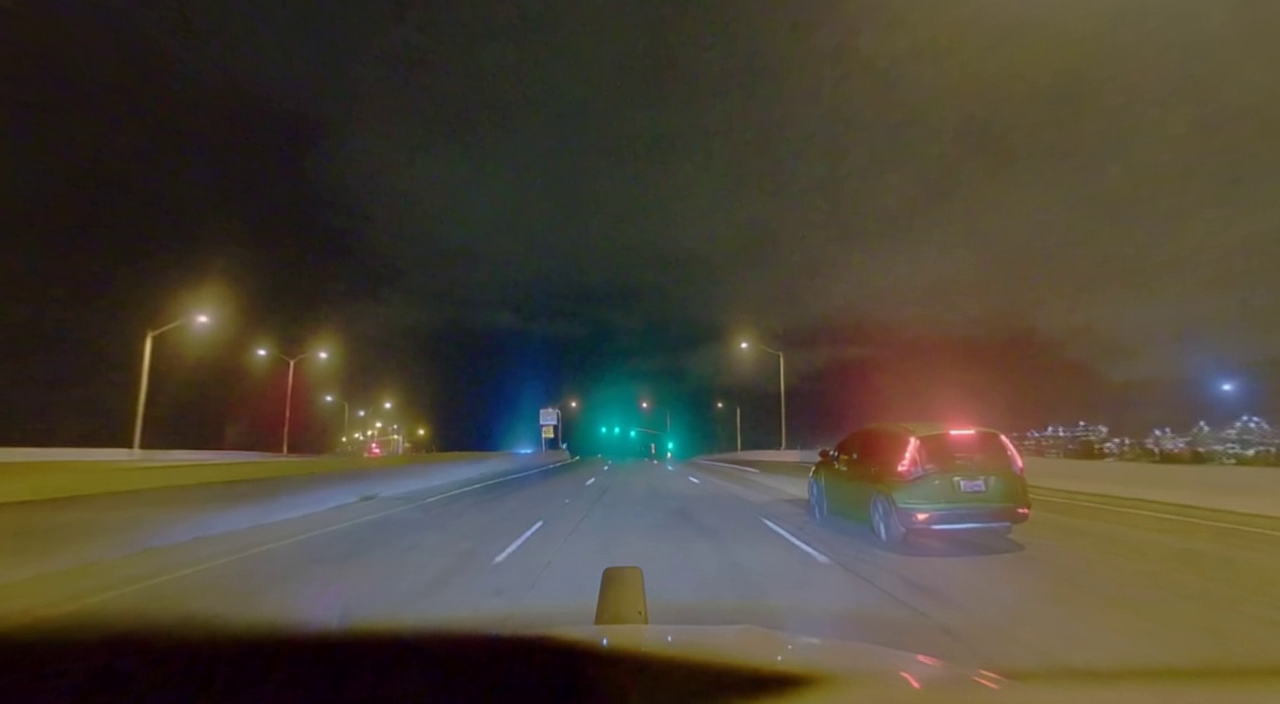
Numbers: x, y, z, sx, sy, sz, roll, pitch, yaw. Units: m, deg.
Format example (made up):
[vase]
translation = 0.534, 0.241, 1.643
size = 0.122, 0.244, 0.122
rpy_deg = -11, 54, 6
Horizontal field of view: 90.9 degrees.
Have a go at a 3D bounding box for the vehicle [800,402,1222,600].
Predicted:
[vehicle]
translation = 3.606, 1.556, 7.510
size = 2.104, 1.575, 4.698
rpy_deg = 0, -9, -1
